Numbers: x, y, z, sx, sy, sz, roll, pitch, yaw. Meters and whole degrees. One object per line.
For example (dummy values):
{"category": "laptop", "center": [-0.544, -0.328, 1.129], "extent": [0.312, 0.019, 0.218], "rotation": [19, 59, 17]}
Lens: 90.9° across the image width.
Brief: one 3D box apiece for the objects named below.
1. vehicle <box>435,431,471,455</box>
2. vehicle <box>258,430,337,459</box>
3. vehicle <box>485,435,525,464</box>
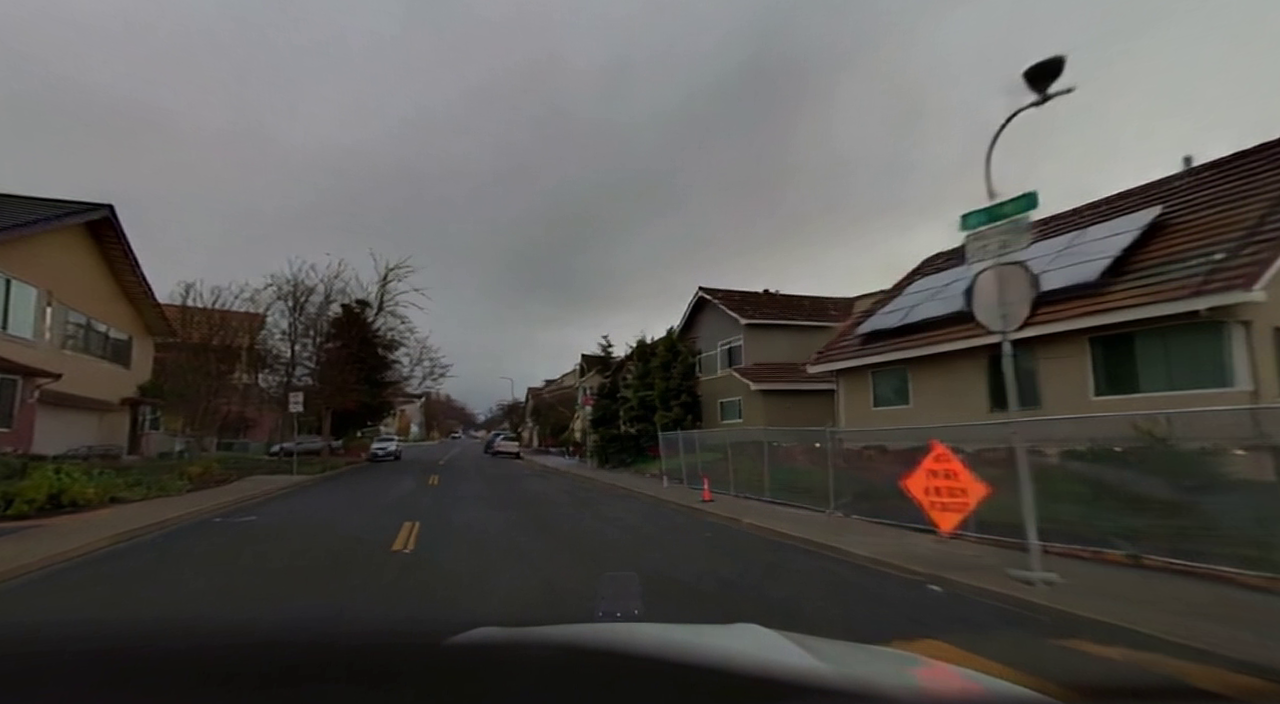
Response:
{"category": "vehicle", "center": [-14.316, 6.958, 48.397], "extent": [2.050, 1.742, 4.197], "rotation": [1, -8, -10]}
{"category": "vehicle", "center": [-23.134, 6.273, 42.729], "extent": [4.205, 1.745, 2.121], "rotation": [0, -11, -11]}
{"category": "vehicle", "center": [-7.550, 5.388, 34.990], "extent": [1.998, 1.494, 3.927], "rotation": [2, -8, -14]}
